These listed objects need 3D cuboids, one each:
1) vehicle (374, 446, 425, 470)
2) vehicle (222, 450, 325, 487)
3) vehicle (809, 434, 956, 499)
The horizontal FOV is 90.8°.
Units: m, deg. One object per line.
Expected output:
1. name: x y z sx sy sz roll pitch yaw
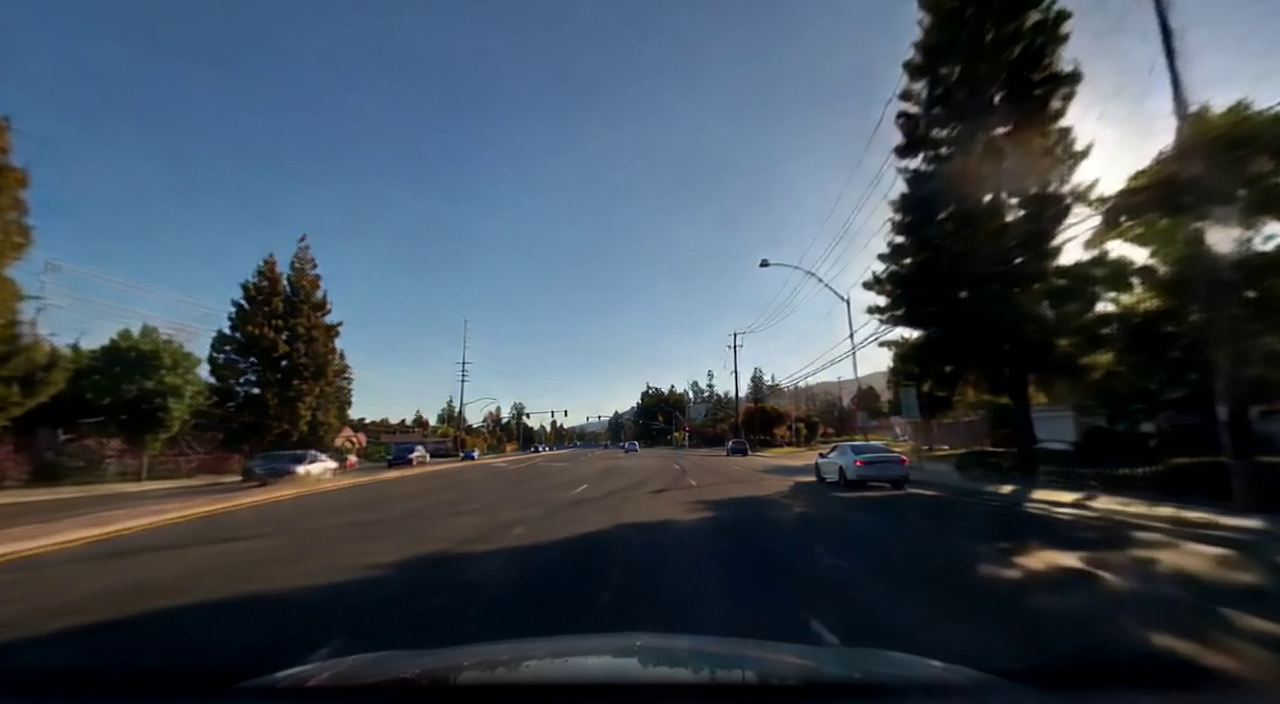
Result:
1. vehicle: -17.351 7.642 45.787 1.937 1.676 4.718 0 -8 -1
2. vehicle: -16.265 5.160 28.363 1.903 1.477 4.721 0 -8 -2
3. vehicle: 6.382 3.067 17.342 2.113 1.520 4.650 0 -8 -1
